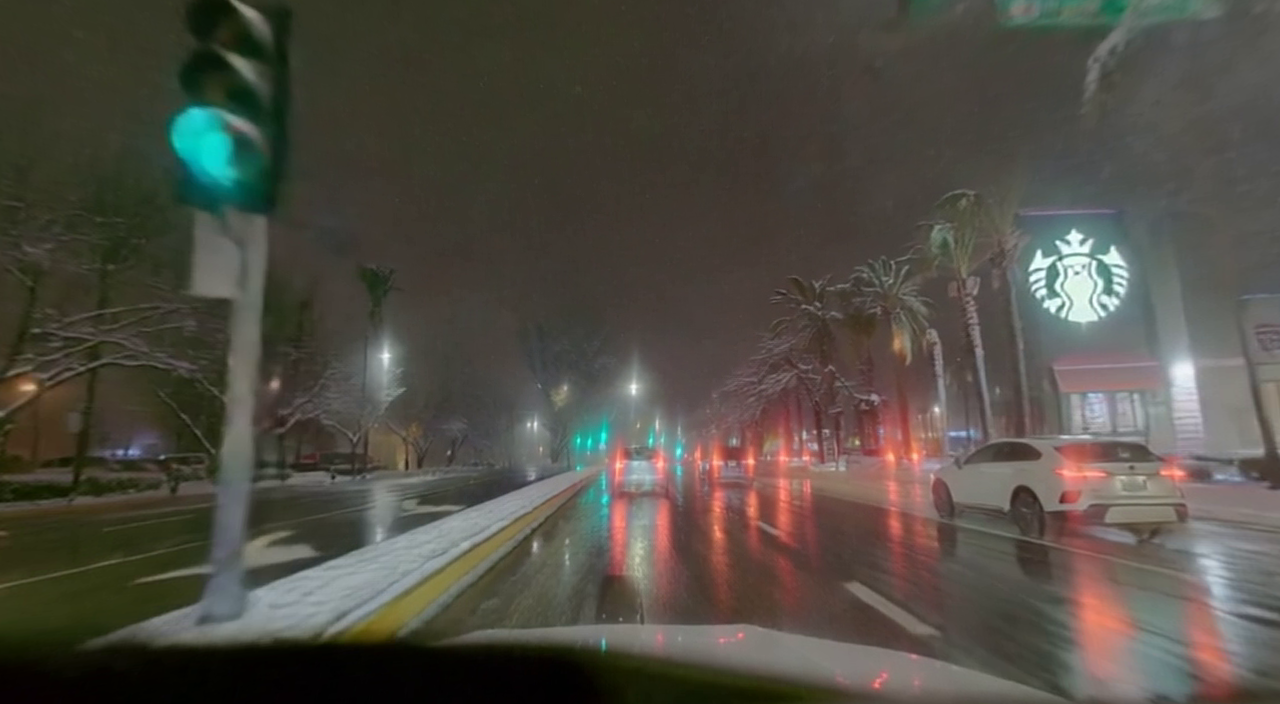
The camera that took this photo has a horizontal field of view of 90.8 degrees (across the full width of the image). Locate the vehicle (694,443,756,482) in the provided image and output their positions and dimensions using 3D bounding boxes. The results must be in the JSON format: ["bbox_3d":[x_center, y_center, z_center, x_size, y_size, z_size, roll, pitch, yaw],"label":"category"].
[{"bbox_3d":[3.548,4.665,27.027,1.892,1.532,4.177,0,-8,-2],"label":"vehicle"}]

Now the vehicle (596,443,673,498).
[{"bbox_3d":[-0.173,3.545,19.360,2.110,1.487,3.873,0,-8,-1],"label":"vehicle"}]

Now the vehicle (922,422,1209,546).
[{"bbox_3d":[6.754,2.111,10.739,1.940,1.674,4.085,0,-8,-1],"label":"vehicle"}]

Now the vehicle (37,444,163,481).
[{"bbox_3d":[-31.145,6.397,36.527,5.230,1.986,2.250,-1,-10,3],"label":"vehicle"}]
